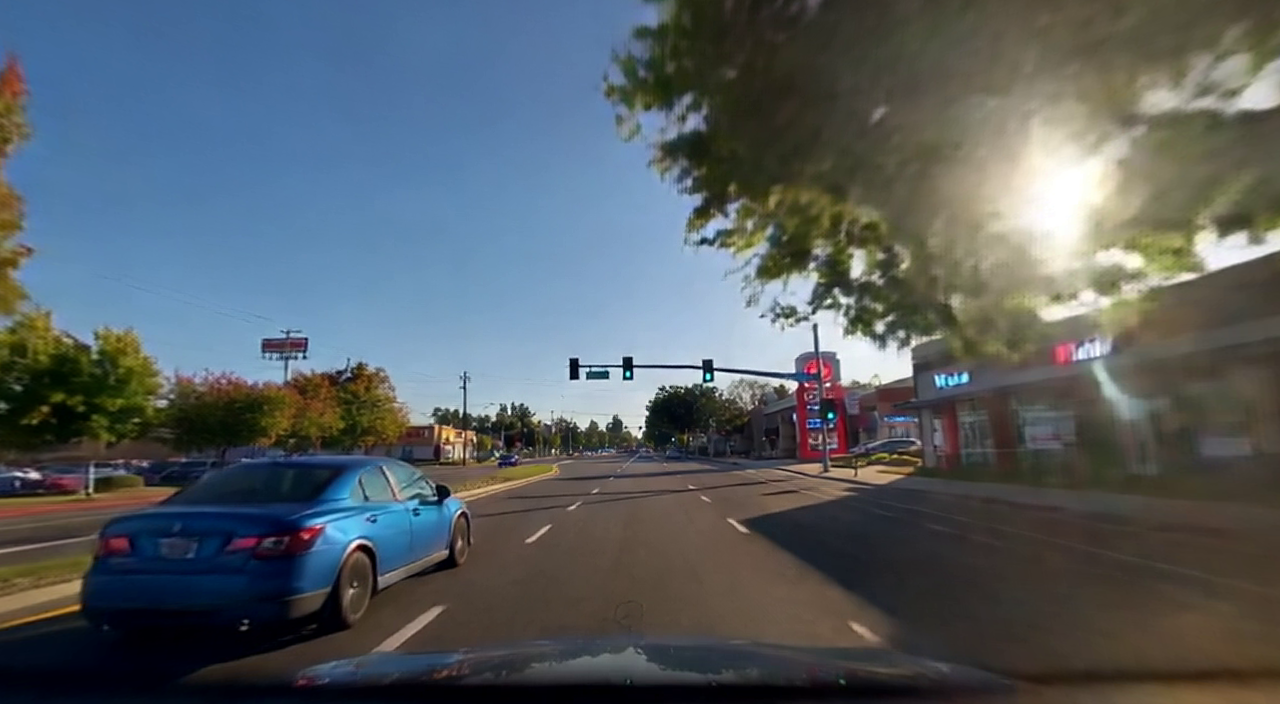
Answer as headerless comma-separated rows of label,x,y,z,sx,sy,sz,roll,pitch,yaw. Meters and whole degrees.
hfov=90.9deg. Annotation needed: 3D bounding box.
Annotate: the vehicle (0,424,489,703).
vehicle,-2.913,1.413,5.231,2.082,1.460,4.636,0,-8,1
